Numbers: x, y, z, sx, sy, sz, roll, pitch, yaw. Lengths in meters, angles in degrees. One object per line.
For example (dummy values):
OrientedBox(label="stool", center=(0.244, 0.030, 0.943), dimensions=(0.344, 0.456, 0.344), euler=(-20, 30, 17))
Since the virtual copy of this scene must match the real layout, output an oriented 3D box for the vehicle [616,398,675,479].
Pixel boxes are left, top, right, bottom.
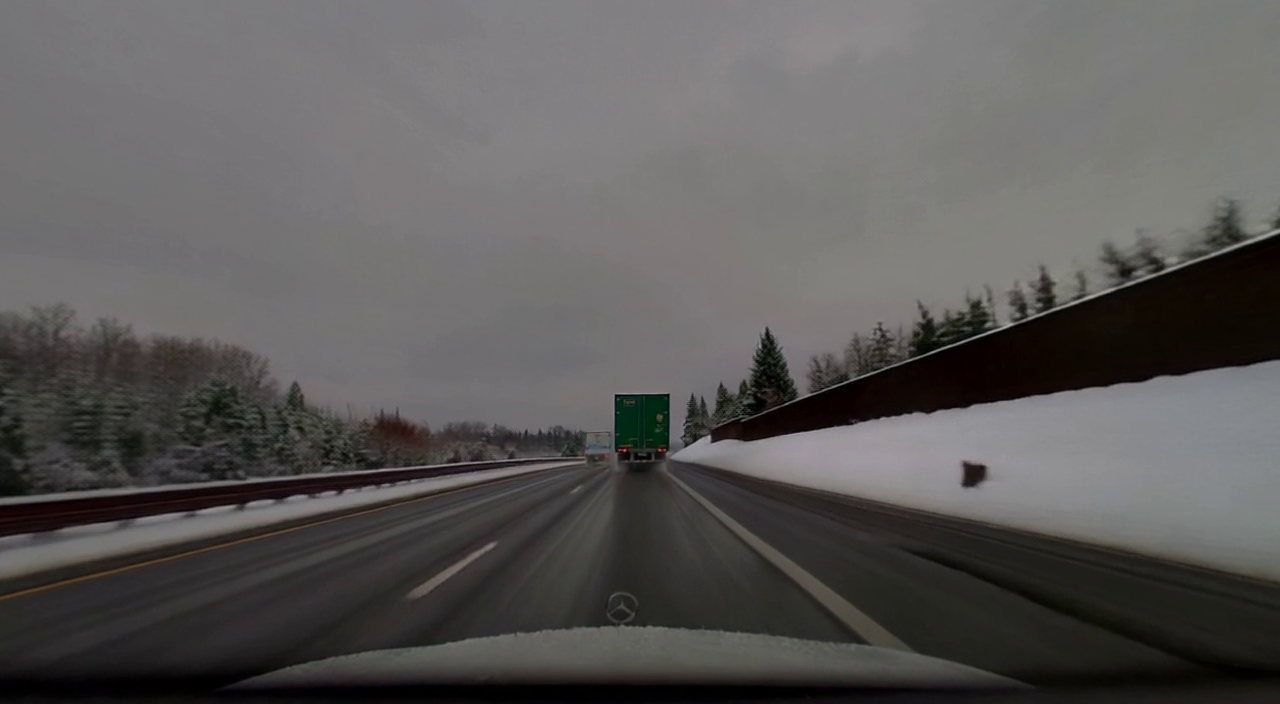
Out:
OrientedBox(label="vehicle", center=(0.149, 5.051, 36.076), dimensions=(2.900, 3.955, 10.151), euler=(0, -9, -1))
